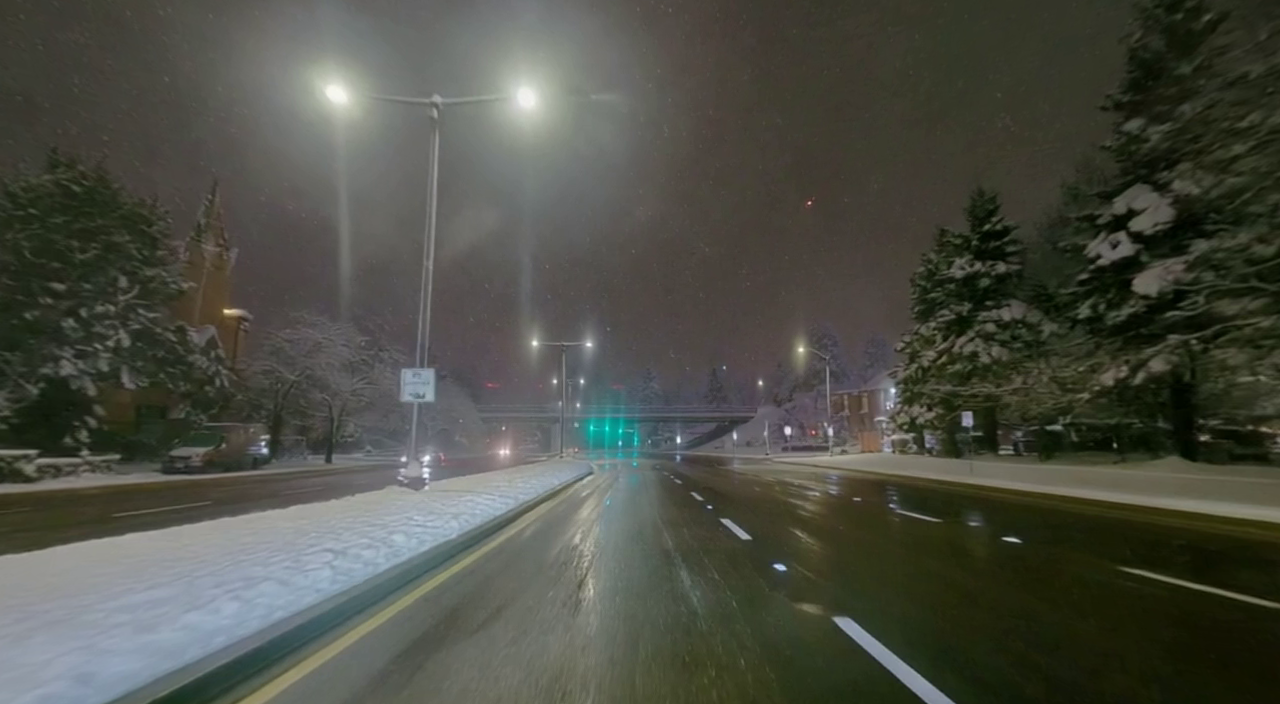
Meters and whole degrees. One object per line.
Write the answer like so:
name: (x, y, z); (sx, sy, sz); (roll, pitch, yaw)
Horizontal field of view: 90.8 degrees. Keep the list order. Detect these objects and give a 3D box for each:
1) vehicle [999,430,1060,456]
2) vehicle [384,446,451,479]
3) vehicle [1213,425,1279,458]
vehicle: (28.309, 6.627, 45.866); (4.634, 1.789, 2.149); (7, -11, -38)
vehicle: (-11.334, 5.640, 32.596); (2.032, 1.480, 4.591); (0, -8, -3)
vehicle: (43.189, 6.328, 44.600); (4.681, 2.103, 2.302); (6, -9, -26)
